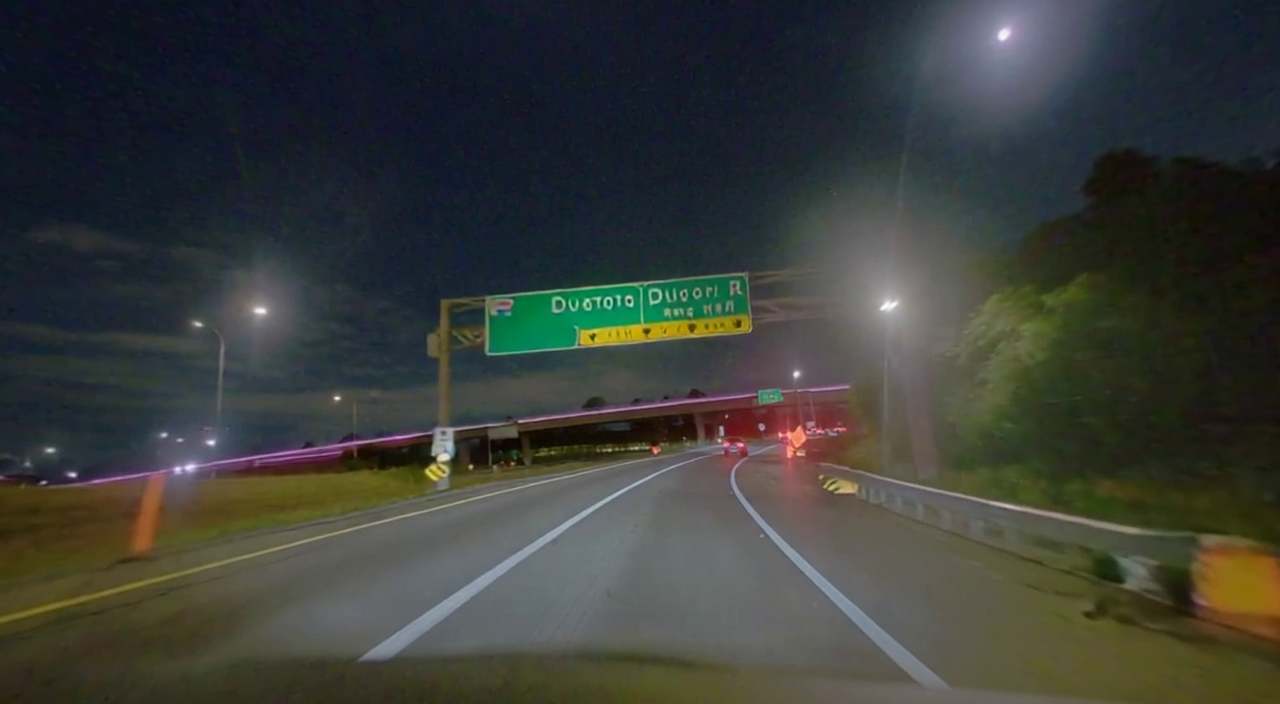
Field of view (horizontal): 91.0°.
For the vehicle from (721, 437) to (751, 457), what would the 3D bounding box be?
[{"bbox_3d":[7.626,7.556,49.836,1.985,1.511,4.012,-2,-9,13],"label":"vehicle"}]
